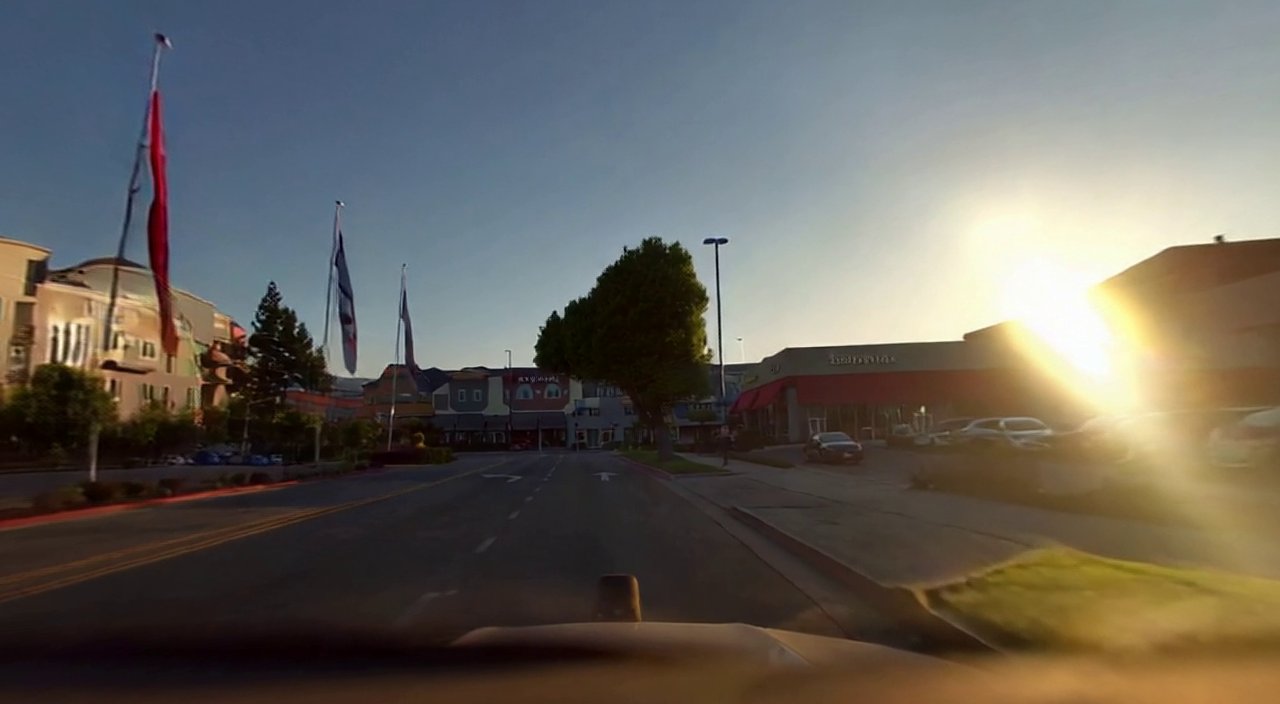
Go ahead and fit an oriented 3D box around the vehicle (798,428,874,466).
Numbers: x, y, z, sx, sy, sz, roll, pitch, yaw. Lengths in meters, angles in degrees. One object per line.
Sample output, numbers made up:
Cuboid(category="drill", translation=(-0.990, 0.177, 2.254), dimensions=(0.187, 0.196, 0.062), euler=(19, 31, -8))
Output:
Cuboid(category="vehicle", translation=(8.446, 4.107, 27.437), dimensions=(1.769, 1.516, 3.520), euler=(1, -8, -8))
